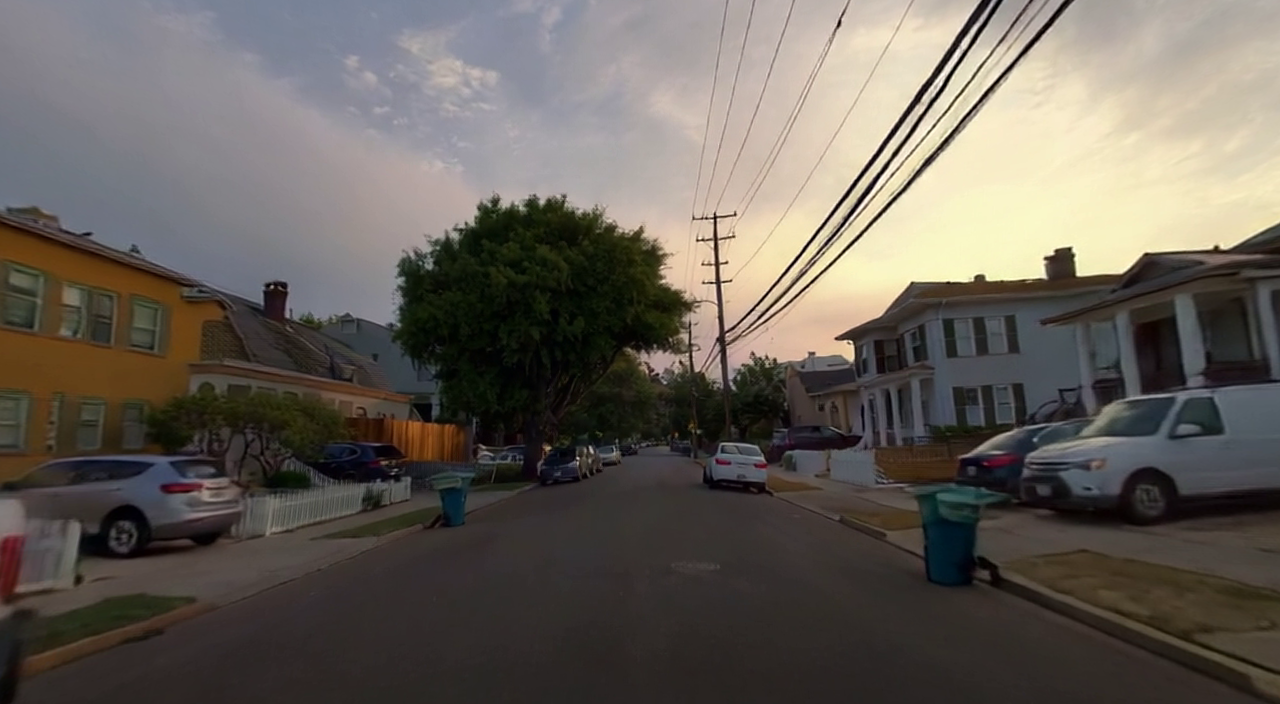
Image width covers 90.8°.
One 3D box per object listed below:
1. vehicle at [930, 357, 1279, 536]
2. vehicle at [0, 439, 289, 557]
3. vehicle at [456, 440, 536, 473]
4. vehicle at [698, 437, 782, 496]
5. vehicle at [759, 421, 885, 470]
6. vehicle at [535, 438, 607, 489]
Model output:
[{"bbox_3d":[7.453,1.243,8.532,5.974,2.066,2.152,1,-7,2],"label":"vehicle"},{"bbox_3d":[-9.044,2.470,11.144,4.432,1.739,2.097,0,-5,1],"label":"vehicle"},{"bbox_3d":[-8.460,6.148,37.331,4.088,1.779,2.109,0,-5,4],"label":"vehicle"},{"bbox_3d":[3.083,3.590,20.399,2.043,1.631,4.613,0,-7,1],"label":"vehicle"},{"bbox_3d":[8.494,4.393,29.944,5.274,2.170,2.205,0,-7,-1],"label":"vehicle"},{"bbox_3d":[-2.870,4.737,27.420,2.204,1.655,4.813,-8,-8,1],"label":"vehicle"}]
